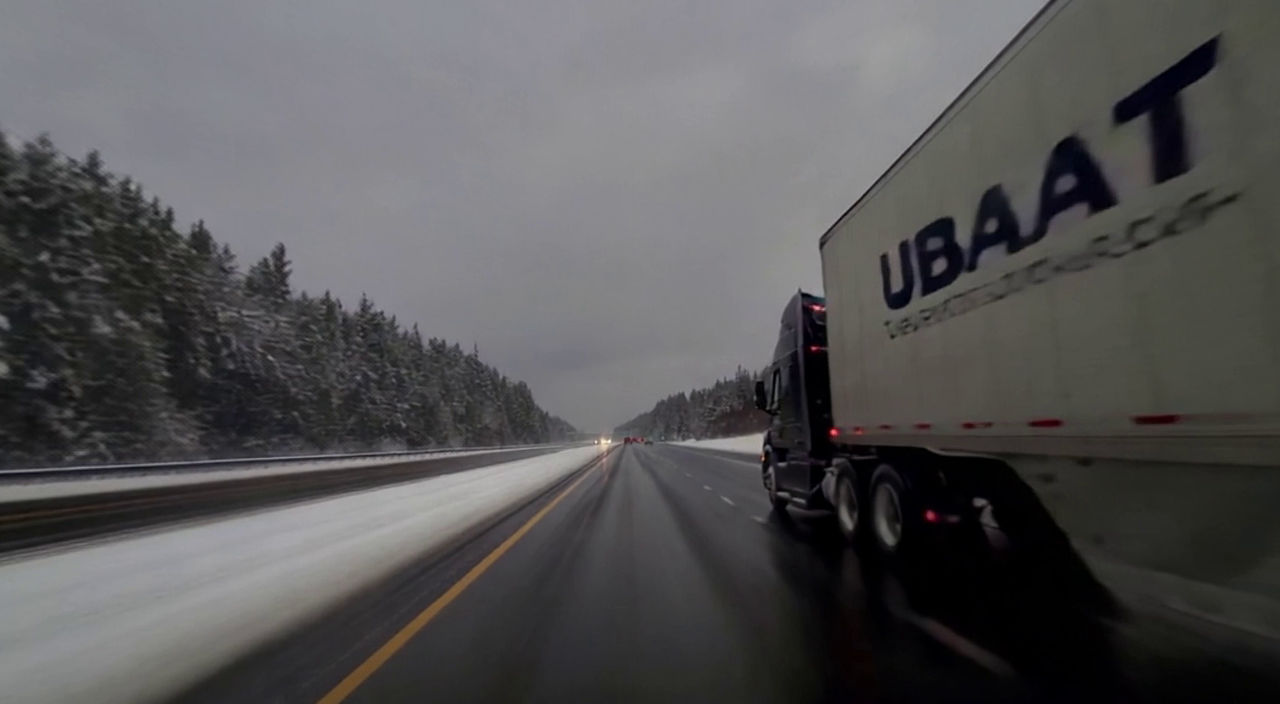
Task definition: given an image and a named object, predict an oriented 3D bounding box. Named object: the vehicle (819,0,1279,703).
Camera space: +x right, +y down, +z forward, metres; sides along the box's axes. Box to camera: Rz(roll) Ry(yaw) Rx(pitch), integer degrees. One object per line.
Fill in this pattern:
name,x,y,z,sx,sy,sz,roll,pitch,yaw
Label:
vehicle,3.897,-0.296,2.600,2.965,3.887,10.328,0,-8,-2
